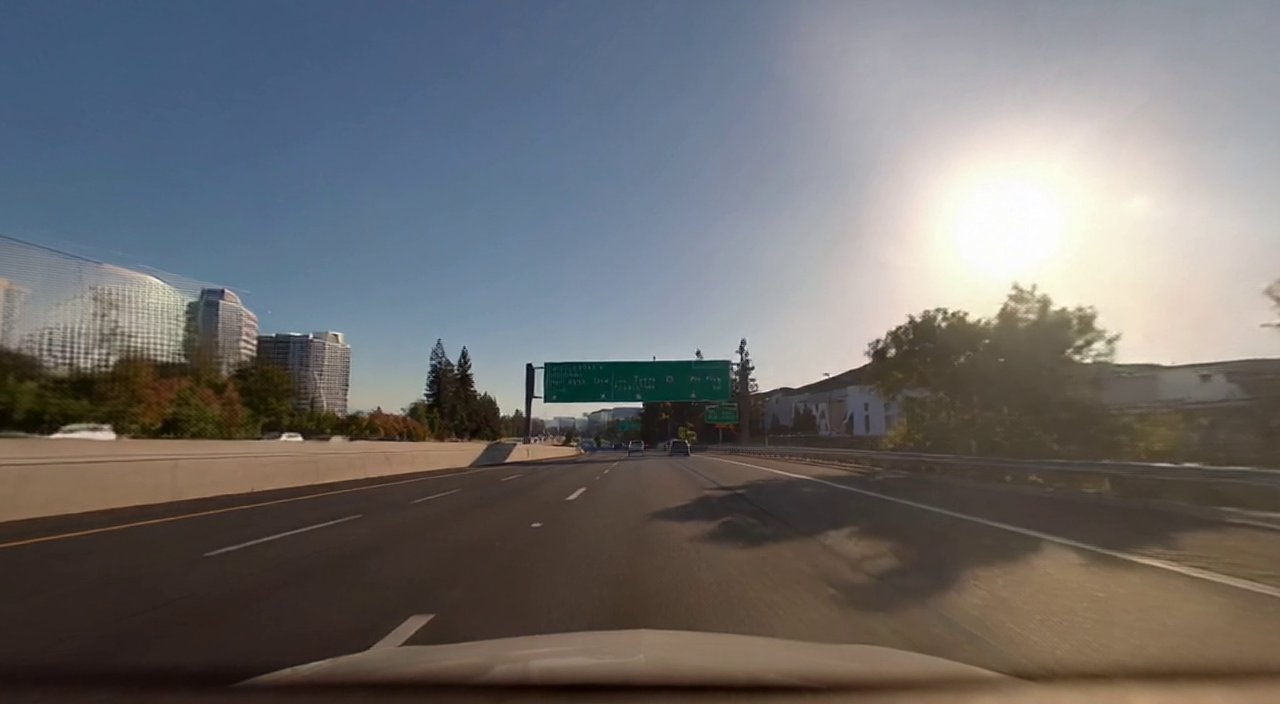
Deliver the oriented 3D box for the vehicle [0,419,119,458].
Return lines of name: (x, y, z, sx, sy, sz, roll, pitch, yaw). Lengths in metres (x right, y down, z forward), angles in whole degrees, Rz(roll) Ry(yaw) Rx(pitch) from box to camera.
vehicle: (-26.128, 3.887, 28.209, 1.843, 1.595, 4.423, 0, -8, 0)

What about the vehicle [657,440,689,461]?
vehicle: (2.403, 7.314, 46.870, 2.036, 1.486, 4.375, 0, -8, -2)

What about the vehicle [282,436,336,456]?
vehicle: (-26.091, 7.427, 49.890, 1.791, 1.455, 4.487, 0, -8, 1)
